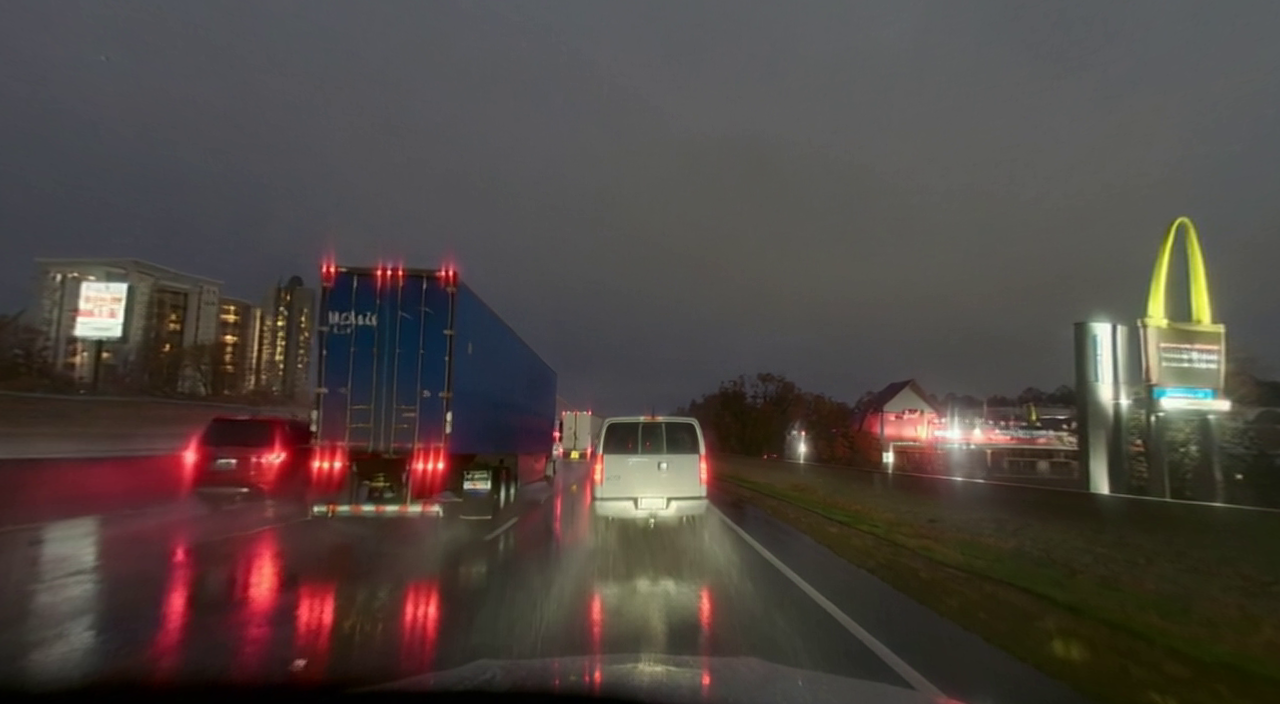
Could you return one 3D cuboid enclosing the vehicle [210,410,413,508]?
[{"bbox_3d":[-7.905,2.660,16.070,2.218,2.047,5.586,0,-9,-1],"label":"vehicle"}]

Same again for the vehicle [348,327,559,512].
[{"bbox_3d":[-4.064,1.893,16.267,2.814,3.513,8.529,0,-9,0],"label":"vehicle"}]

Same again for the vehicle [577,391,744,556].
[{"bbox_3d":[0.148,1.717,9.466,1.947,1.910,4.040,0,-9,-3],"label":"vehicle"}]
